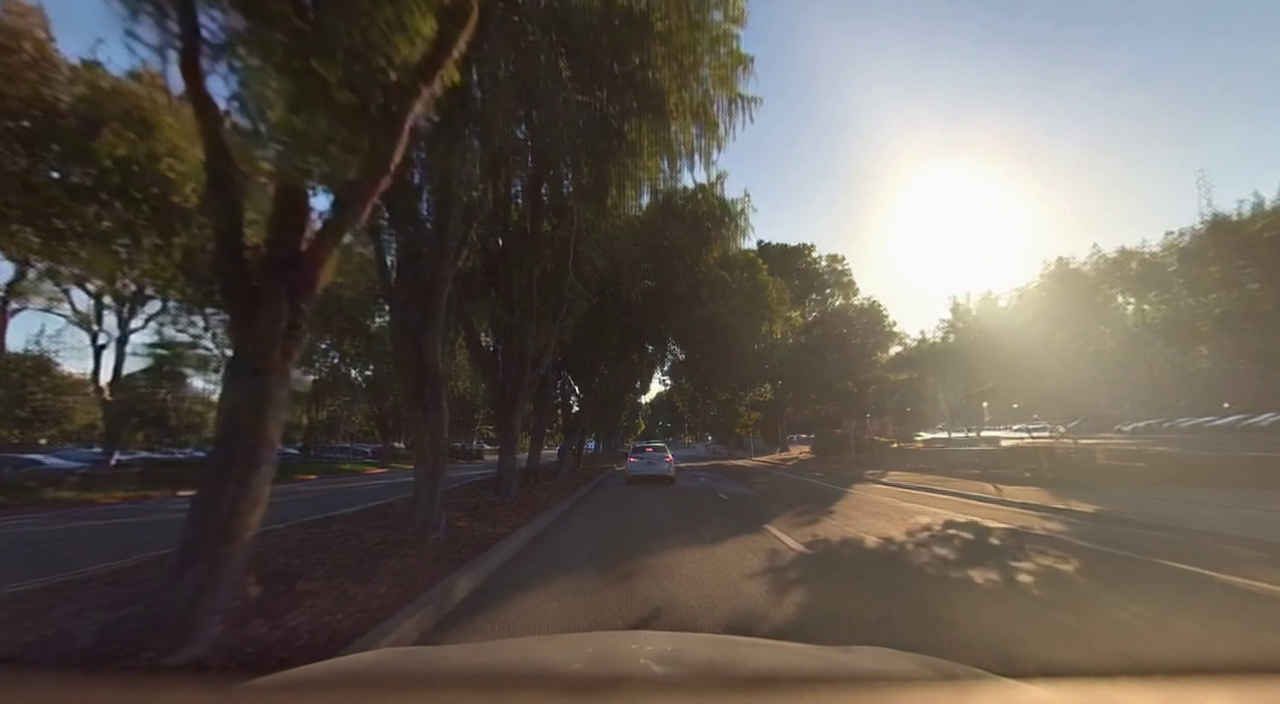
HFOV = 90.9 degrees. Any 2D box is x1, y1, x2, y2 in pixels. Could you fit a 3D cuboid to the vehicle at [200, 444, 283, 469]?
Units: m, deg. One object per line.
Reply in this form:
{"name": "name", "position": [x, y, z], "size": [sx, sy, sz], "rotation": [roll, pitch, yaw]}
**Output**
{"name": "vehicle", "position": [-30.079, 7.891, 47.710], "size": [4.764, 1.786, 2.091], "rotation": [0, -8, 0]}

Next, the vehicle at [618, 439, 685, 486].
{"name": "vehicle", "position": [0.330, 3.763, 21.833], "size": [2.093, 1.442, 3.977], "rotation": [0, -8, -1]}

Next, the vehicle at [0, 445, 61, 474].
{"name": "vehicle", "position": [-42.454, 7.241, 42.585], "size": [4.467, 1.834, 2.087], "rotation": [0, -8, -1]}
